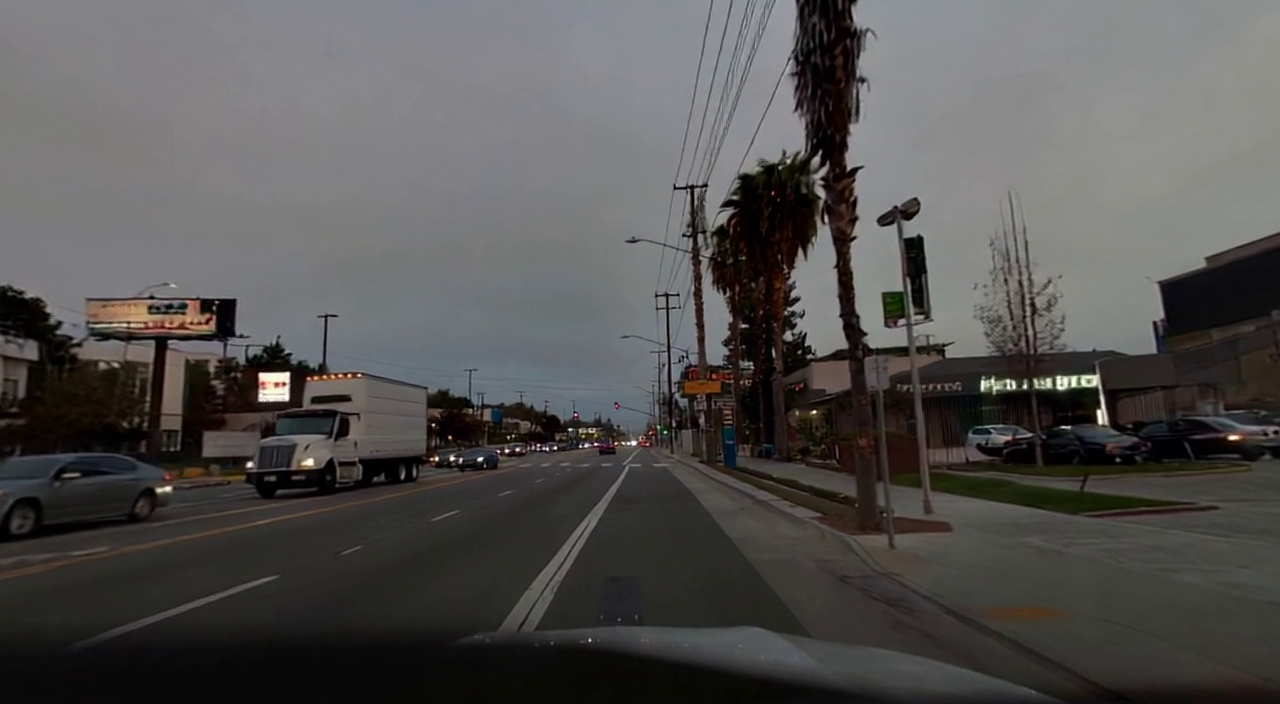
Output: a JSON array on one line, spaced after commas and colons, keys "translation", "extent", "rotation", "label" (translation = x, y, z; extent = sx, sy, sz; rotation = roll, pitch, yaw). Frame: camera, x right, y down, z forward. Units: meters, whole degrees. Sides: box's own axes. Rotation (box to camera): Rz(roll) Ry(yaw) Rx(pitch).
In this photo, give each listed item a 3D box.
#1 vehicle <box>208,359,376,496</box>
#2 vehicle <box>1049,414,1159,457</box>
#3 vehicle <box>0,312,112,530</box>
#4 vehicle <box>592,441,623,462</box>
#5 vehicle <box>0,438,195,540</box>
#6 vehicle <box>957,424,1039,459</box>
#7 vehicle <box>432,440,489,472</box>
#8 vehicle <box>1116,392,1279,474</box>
[{"translation": [-10.645, 2.404, 19.816], "extent": [3.027, 3.903, 3.372], "rotation": [0, -9, 1], "label": "vehicle"}, {"translation": [22.237, 4.074, 30.630], "extent": [2.010, 1.871, 4.913], "rotation": [-1, -9, 6], "label": "vehicle"}, {"translation": [-13.735, 0.418, 5.995], "extent": [2.876, 4.151, 17.071], "rotation": [-1, -8, 0], "label": "vehicle"}, {"translation": [-2.473, 7.633, 48.794], "extent": [2.040, 1.492, 5.114], "rotation": [-1, -8, 1], "label": "vehicle"}, {"translation": [-10.599, 2.534, 11.383], "extent": [1.919, 1.512, 4.443], "rotation": [-4, -13, 0], "label": "vehicle"}, {"translation": [16.910, 4.275, 30.092], "extent": [1.697, 1.559, 3.647], "rotation": [-1, -9, 0], "label": "vehicle"}, {"translation": [-10.505, 6.094, 37.355], "extent": [2.004, 1.745, 4.445], "rotation": [-1, -8, 1], "label": "vehicle"}, {"translation": [15.307, 2.245, 16.657], "extent": [2.052, 1.837, 4.750], "rotation": [-1, -10, 4], "label": "vehicle"}]
